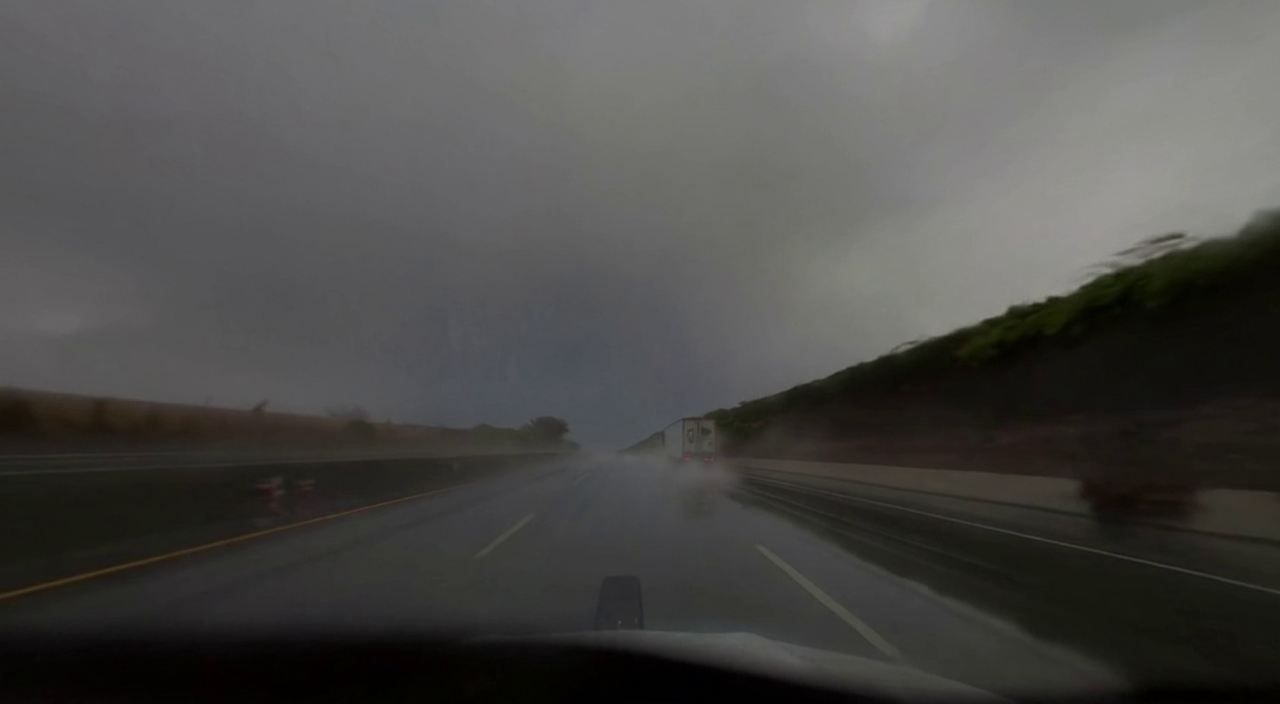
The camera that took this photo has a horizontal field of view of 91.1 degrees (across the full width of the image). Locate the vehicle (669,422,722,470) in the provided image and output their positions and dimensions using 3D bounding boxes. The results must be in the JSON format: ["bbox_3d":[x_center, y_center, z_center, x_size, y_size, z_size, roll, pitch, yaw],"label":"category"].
[{"bbox_3d":[3.220,5.620,37.717,2.527,2.682,4.082,0,-9,-4],"label":"vehicle"}]
